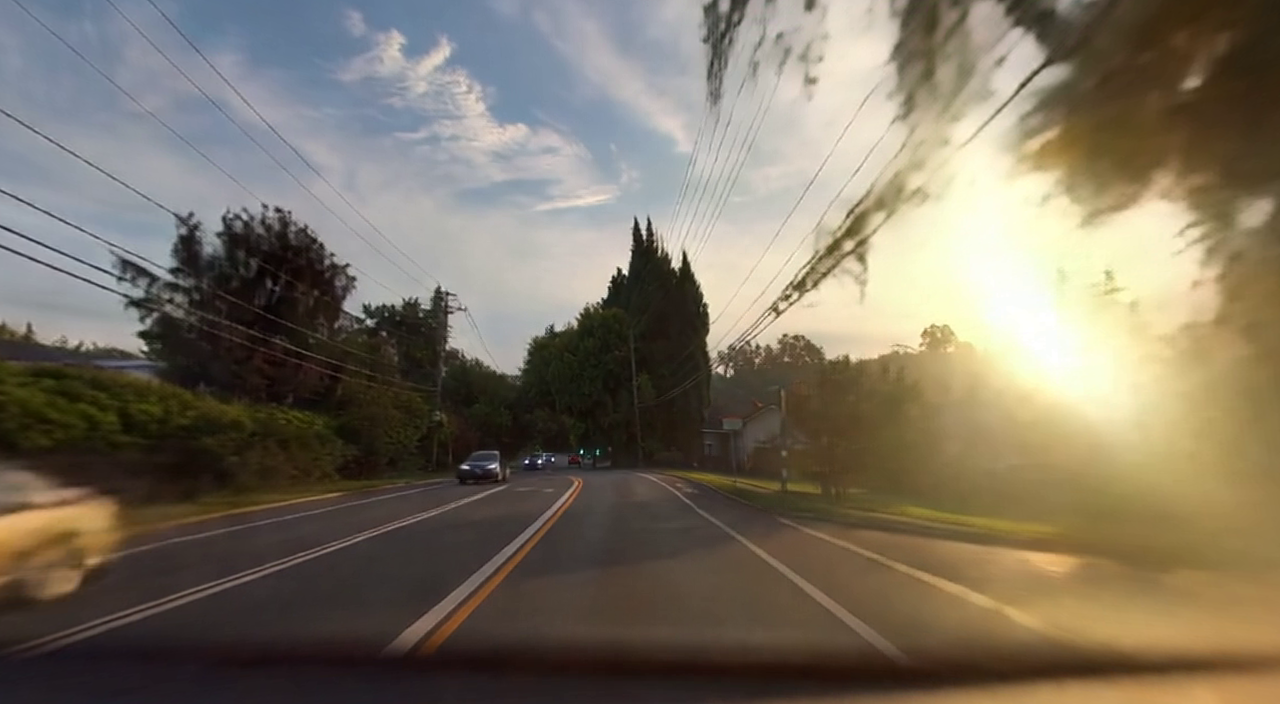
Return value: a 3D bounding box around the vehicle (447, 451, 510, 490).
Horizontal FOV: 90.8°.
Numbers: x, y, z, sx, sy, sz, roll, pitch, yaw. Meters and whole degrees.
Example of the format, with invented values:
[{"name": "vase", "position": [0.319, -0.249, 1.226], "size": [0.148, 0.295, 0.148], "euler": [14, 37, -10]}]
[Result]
[{"name": "vehicle", "position": [-7.647, 5.647, 30.394], "size": [2.116, 1.672, 4.438], "euler": [0, -9, -4]}]
